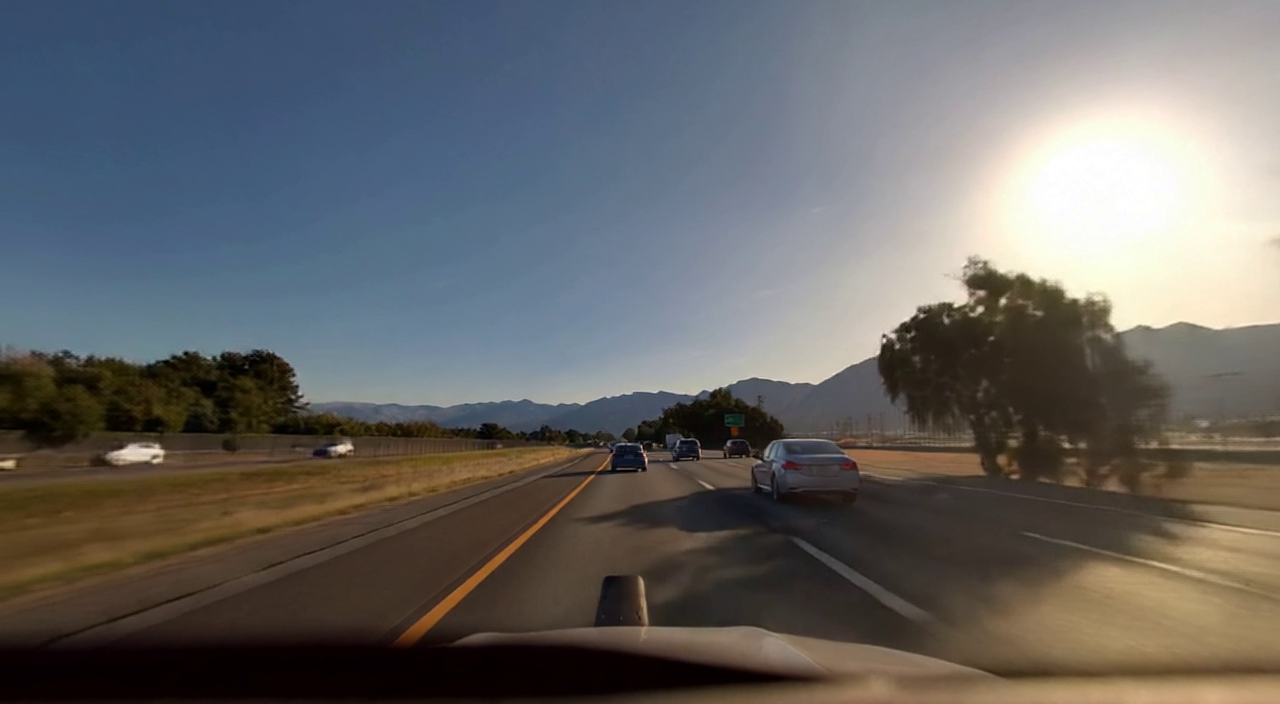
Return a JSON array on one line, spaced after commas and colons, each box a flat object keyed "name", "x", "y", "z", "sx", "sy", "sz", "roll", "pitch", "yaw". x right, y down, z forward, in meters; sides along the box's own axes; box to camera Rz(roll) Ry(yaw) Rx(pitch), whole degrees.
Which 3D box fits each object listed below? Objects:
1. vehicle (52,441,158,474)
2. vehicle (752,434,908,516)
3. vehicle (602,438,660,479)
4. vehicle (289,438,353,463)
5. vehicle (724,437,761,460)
[{"name": "vehicle", "x": -31.968, "y": 6.300, "z": 37.849, "sx": 2.027, "sy": 1.826, "sz": 4.921, "roll": 0, "pitch": -8, "yaw": 0}, {"name": "vehicle", "x": 3.786, "y": 2.524, "z": 13.466, "sx": 1.957, "sy": 1.447, "sz": 4.241, "roll": 0, "pitch": -8, "yaw": -1}, {"name": "vehicle", "x": -0.307, "y": 4.132, "z": 24.649, "sx": 2.085, "sy": 1.449, "sz": 3.860, "roll": 0, "pitch": -8, "yaw": 0}, {"name": "vehicle", "x": -25.026, "y": 7.772, "z": 49.653, "sx": 2.089, "sy": 1.813, "sz": 5.758, "roll": 0, "pitch": -9, "yaw": 0}, {"name": "vehicle", "x": 7.611, "y": 7.219, "z": 47.106, "sx": 1.996, "sy": 1.637, "sz": 3.990, "roll": 0, "pitch": -8, "yaw": -2}]
